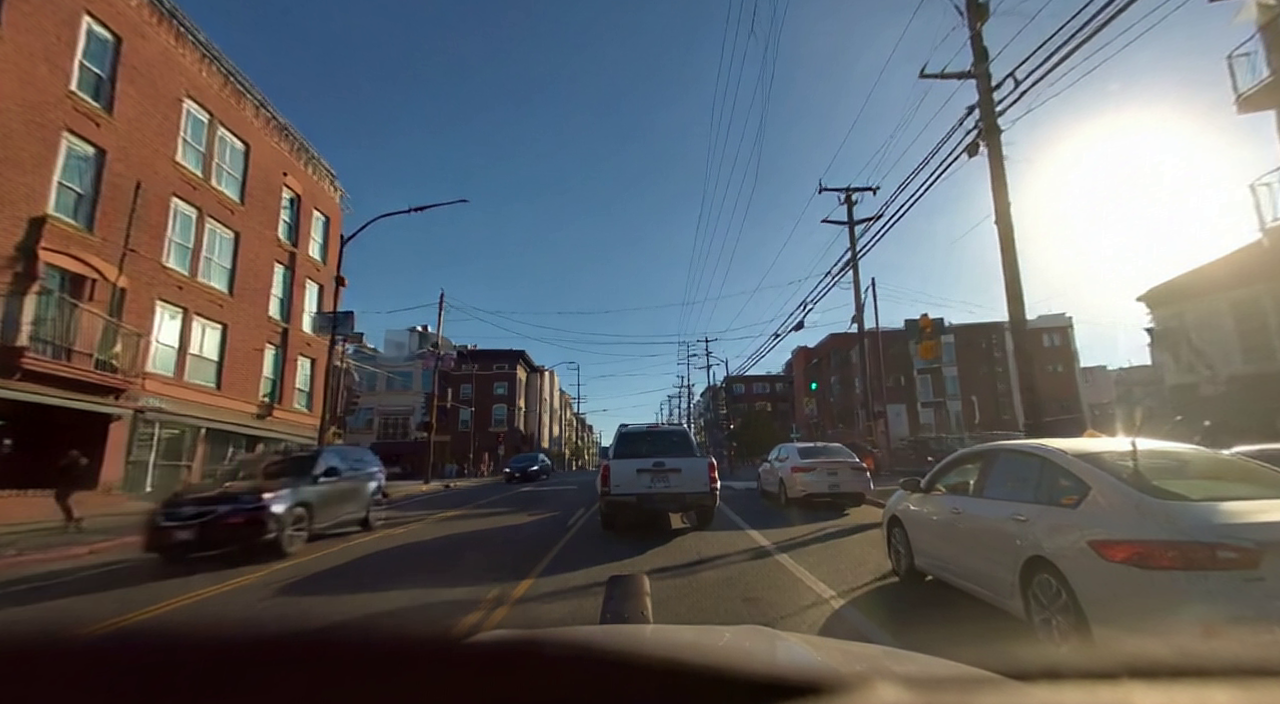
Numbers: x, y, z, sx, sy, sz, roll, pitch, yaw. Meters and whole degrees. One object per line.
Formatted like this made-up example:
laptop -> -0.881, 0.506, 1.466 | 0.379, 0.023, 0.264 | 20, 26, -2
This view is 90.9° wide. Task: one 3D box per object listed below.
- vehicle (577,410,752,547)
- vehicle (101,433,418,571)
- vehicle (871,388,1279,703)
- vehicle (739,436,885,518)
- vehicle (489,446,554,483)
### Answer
vehicle -> 0.310, 1.917, 10.153 | 2.232, 1.736, 4.036 | 0, -8, 0
vehicle -> -5.599, 2.227, 10.270 | 2.215, 1.703, 4.614 | 0, -8, 1
vehicle -> 3.382, 1.226, 4.571 | 1.906, 1.578, 4.020 | 0, -8, 1
vehicle -> 3.437, 2.578, 13.521 | 1.970, 1.452, 4.227 | 0, -8, 1
vehicle -> -5.374, 5.167, 29.204 | 2.014, 1.538, 4.275 | -1, -8, 2
